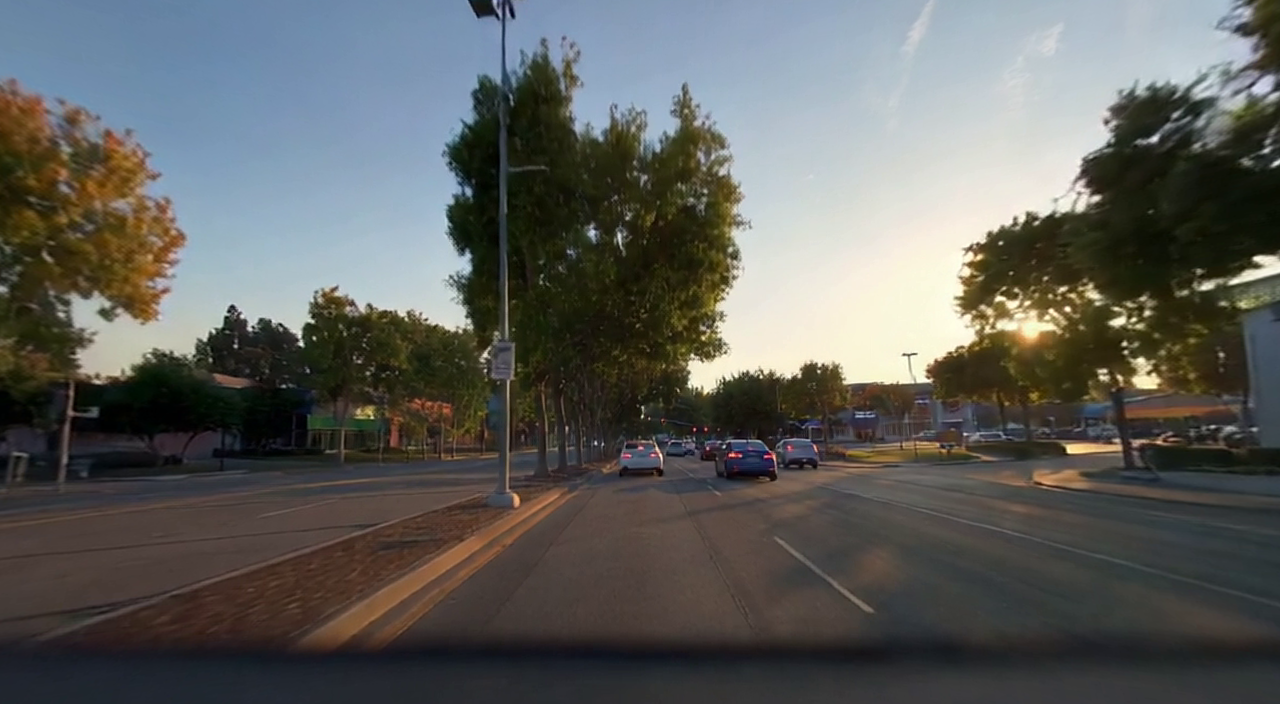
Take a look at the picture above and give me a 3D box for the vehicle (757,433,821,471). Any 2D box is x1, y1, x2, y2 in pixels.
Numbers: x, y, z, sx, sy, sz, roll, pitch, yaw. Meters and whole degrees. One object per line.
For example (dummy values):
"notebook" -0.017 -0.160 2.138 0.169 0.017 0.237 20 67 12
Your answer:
"vehicle" 7.320 4.940 31.457 2.044 1.701 4.397 1 -8 -1

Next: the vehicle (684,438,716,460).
"vehicle" 4.242 6.882 44.903 1.862 1.457 4.204 0 -8 0

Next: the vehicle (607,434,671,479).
"vehicle" -0.033 3.727 22.860 2.096 1.473 3.893 0 -8 0

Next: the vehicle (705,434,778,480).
"vehicle" 3.631 3.811 23.333 1.988 1.528 4.144 0 -8 0
